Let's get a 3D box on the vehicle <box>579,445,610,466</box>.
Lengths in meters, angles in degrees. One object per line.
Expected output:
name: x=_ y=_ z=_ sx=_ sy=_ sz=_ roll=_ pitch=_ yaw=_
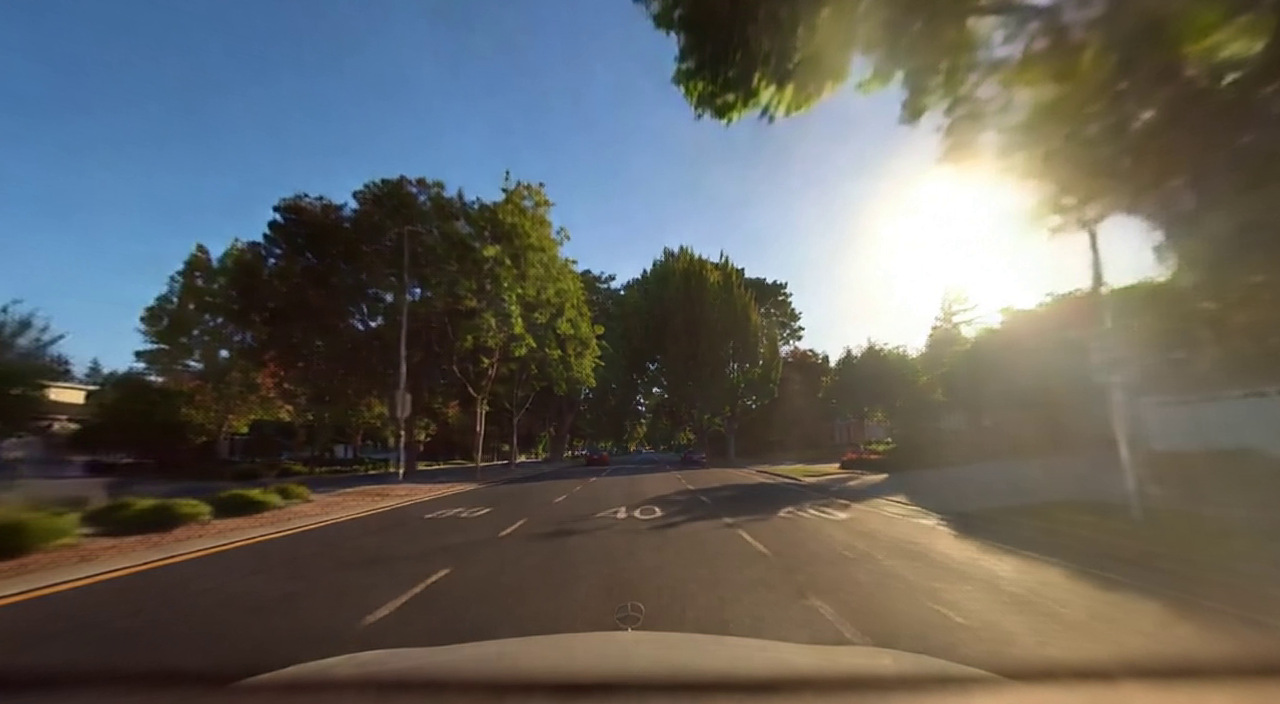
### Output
vehicle: x=-3.421 y=7.942 z=48.529 sx=2.011 sy=1.480 sz=4.517 roll=0 pitch=-9 yaw=1

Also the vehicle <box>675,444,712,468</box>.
vehicle: x=3.480 y=6.898 z=41.844 sx=1.992 sy=1.511 sz=4.464 roll=0 pitch=-9 yaw=0
